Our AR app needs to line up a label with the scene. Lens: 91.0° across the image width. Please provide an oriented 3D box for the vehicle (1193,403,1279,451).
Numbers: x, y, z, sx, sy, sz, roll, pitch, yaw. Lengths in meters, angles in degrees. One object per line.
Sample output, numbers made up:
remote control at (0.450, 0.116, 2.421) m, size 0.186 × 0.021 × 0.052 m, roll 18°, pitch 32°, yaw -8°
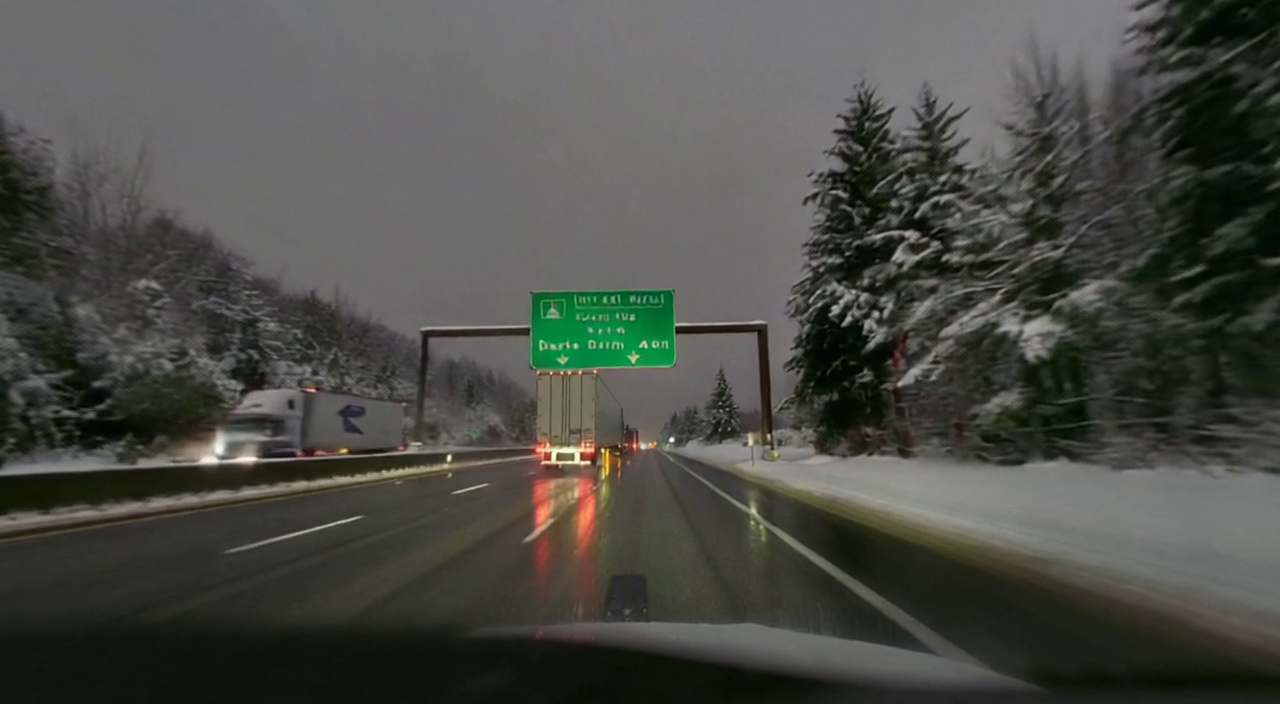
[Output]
vehicle at (25.980, 3.128, 25.998) m, size 4.219 × 1.898 × 2.086 m, roll 1°, pitch -8°, yaw -1°

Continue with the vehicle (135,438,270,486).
vehicle at (-14.642, 3.689, 21.333) m, size 1.725 × 1.444 × 3.898 m, roll 0°, pitch -8°, yaw 0°

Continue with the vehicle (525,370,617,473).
vehicle at (-2.982, 3.776, 32.010) m, size 2.947 × 4.051 × 14.256 m, roll 1°, pitch -8°, yaw 0°

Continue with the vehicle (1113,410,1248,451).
vehicle at (24.461, 3.605, 28.566) m, size 4.288 × 1.766 × 1.975 m, roll 0°, pitch -8°, yaw -1°

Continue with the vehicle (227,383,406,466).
vehicle at (-18.334, 4.551, 37.633) m, size 2.937 × 4.009 × 14.253 m, roll 0°, pitch -8°, yaw 1°
